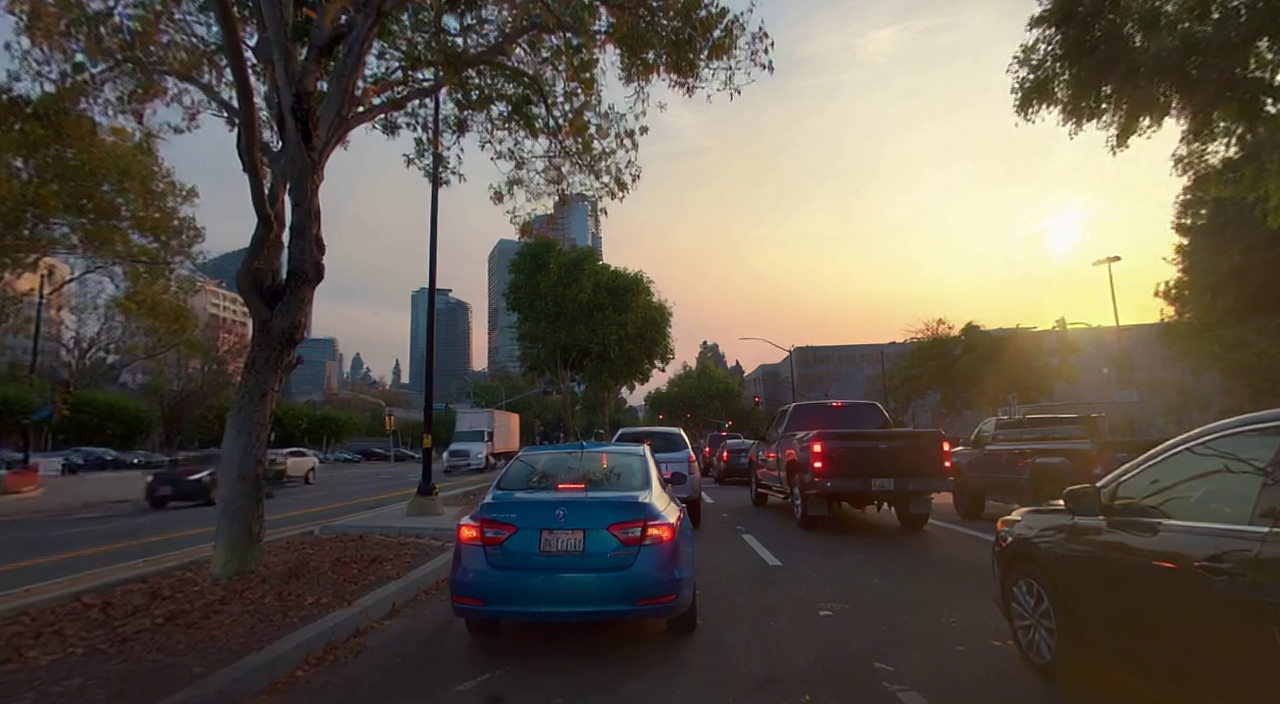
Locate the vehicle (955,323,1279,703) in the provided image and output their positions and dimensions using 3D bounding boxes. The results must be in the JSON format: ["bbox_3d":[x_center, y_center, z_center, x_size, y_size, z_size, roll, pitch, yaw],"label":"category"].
[{"bbox_3d":[3.166,0.754,2.057,1.982,1.709,4.427,0,-9,1],"label":"vehicle"}]

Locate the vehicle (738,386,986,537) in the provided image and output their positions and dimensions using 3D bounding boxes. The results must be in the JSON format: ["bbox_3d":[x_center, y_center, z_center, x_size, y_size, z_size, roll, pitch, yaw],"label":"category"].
[{"bbox_3d":[3.538,1.950,11.677,2.444,2.098,5.766,0,-9,-1],"label":"vehicle"}]

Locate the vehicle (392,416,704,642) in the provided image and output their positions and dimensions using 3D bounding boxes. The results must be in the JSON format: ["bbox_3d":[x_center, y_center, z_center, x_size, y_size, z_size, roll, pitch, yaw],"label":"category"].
[{"bbox_3d":[-0.565,1.498,6.324,2.111,1.506,4.018,0,-8,2],"label":"vehicle"}]

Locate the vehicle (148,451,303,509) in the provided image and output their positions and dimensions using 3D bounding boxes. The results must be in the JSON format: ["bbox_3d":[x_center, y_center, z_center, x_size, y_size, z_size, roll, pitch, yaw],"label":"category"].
[{"bbox_3d":[-12.544,3.858,19.388,1.907,1.522,4.115,0,-9,1],"label":"vehicle"}]
